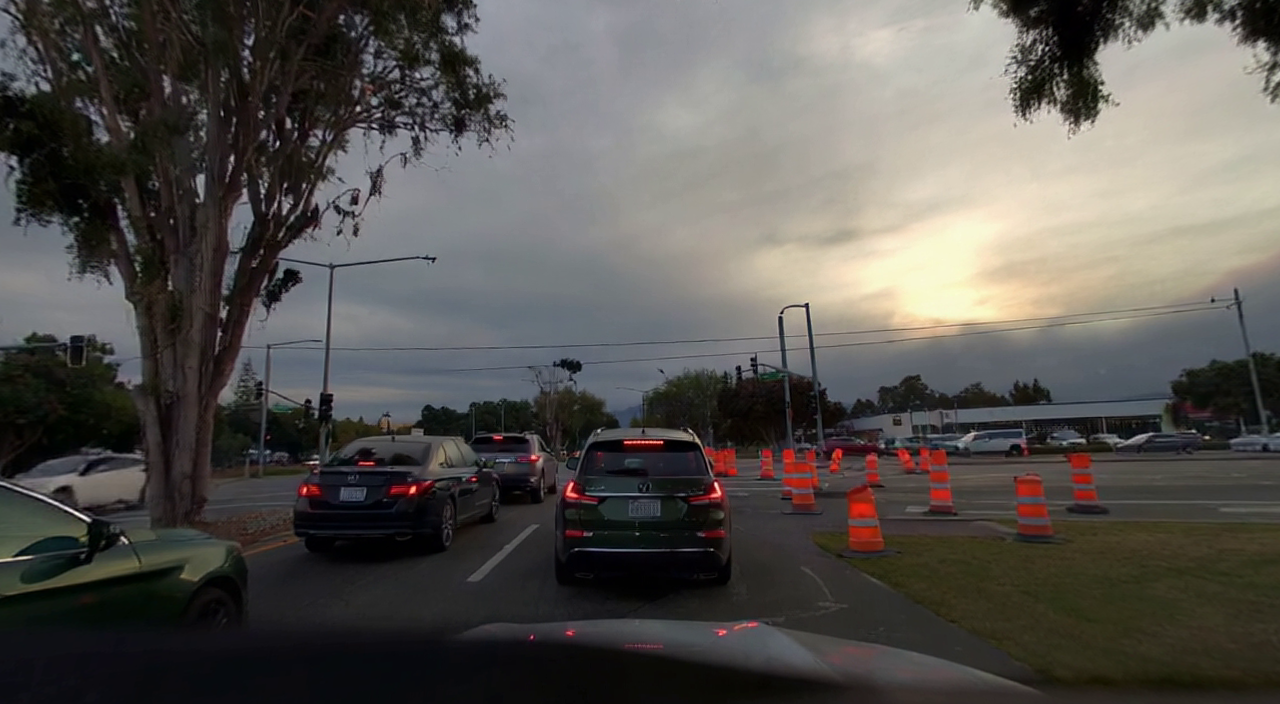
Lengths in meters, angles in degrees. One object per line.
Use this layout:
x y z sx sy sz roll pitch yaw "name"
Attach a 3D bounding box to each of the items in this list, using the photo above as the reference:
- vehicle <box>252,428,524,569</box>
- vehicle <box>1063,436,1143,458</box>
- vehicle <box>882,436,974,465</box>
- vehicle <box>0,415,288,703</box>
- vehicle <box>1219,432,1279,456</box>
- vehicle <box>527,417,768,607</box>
-3.269 1.999 9.443 1.989 1.541 4.626 0 -9 2 "vehicle"
36.672 7.565 49.957 4.791 1.635 1.857 0 -9 1 "vehicle"
18.784 6.438 41.274 5.043 1.759 2.085 0 -9 5 "vehicle"
-3.591 0.943 2.148 1.964 1.497 4.722 0 -9 1 "vehicle"
40.693 5.979 40.708 4.579 1.480 1.819 0 -9 1 "vehicle"
0.111 1.624 7.204 2.021 1.560 3.676 0 -9 1 "vehicle"
